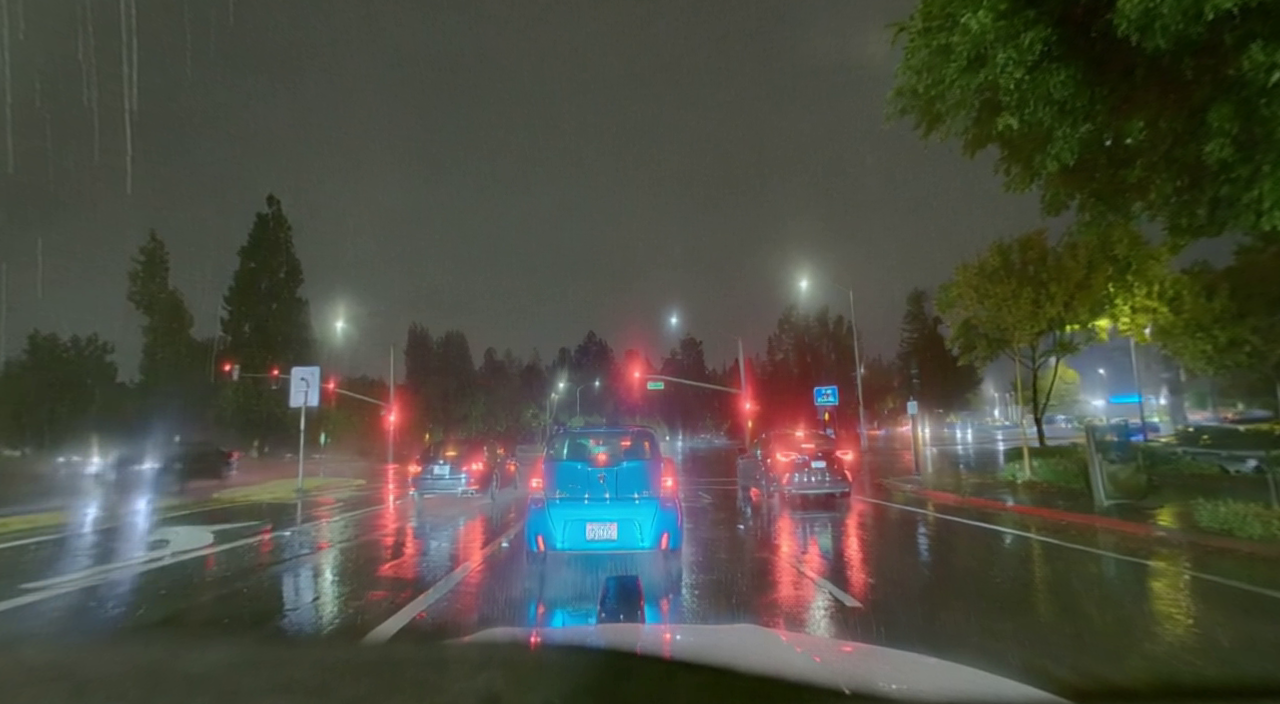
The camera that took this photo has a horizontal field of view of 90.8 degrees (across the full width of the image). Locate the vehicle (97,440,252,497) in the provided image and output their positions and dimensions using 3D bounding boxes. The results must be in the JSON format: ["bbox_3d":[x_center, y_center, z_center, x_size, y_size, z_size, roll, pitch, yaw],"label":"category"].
[{"bbox_3d":[-16.260,4.042,22.447,2.101,1.776,4.550,0,-8,-2],"label":"vehicle"}]

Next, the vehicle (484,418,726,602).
[{"bbox_3d":[-0.355,1.642,7.503,2.045,1.533,4.183,0,-8,-2],"label":"vehicle"}]

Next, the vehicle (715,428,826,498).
[{"bbox_3d":[3.421,3.011,17.507,2.028,1.678,4.220,0,-8,-2],"label":"vehicle"}]

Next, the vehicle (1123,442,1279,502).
[{"bbox_3d":[15.180,3.032,16.272,3.951,1.418,1.842,0,-8,-3],"label":"vehicle"}]

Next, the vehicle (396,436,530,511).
[{"bbox_3d":[-3.782,2.659,14.271,1.998,1.452,3.773,0,-8,-1],"label":"vehicle"}]
